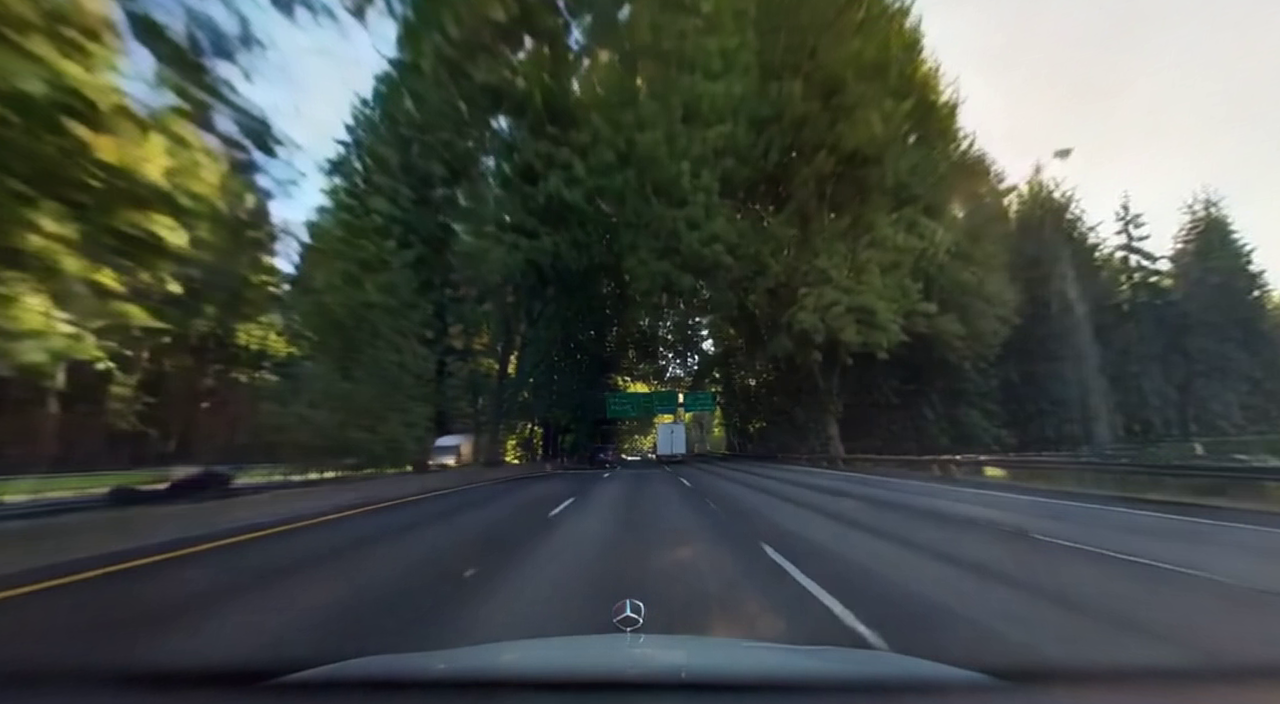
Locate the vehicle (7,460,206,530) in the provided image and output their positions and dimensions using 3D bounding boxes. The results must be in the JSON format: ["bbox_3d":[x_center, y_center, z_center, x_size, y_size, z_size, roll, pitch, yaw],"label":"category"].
[{"bbox_3d":[-13.577,3.607,16.394,1.828,1.497,3.761,0,-9,0],"label":"vehicle"}]
